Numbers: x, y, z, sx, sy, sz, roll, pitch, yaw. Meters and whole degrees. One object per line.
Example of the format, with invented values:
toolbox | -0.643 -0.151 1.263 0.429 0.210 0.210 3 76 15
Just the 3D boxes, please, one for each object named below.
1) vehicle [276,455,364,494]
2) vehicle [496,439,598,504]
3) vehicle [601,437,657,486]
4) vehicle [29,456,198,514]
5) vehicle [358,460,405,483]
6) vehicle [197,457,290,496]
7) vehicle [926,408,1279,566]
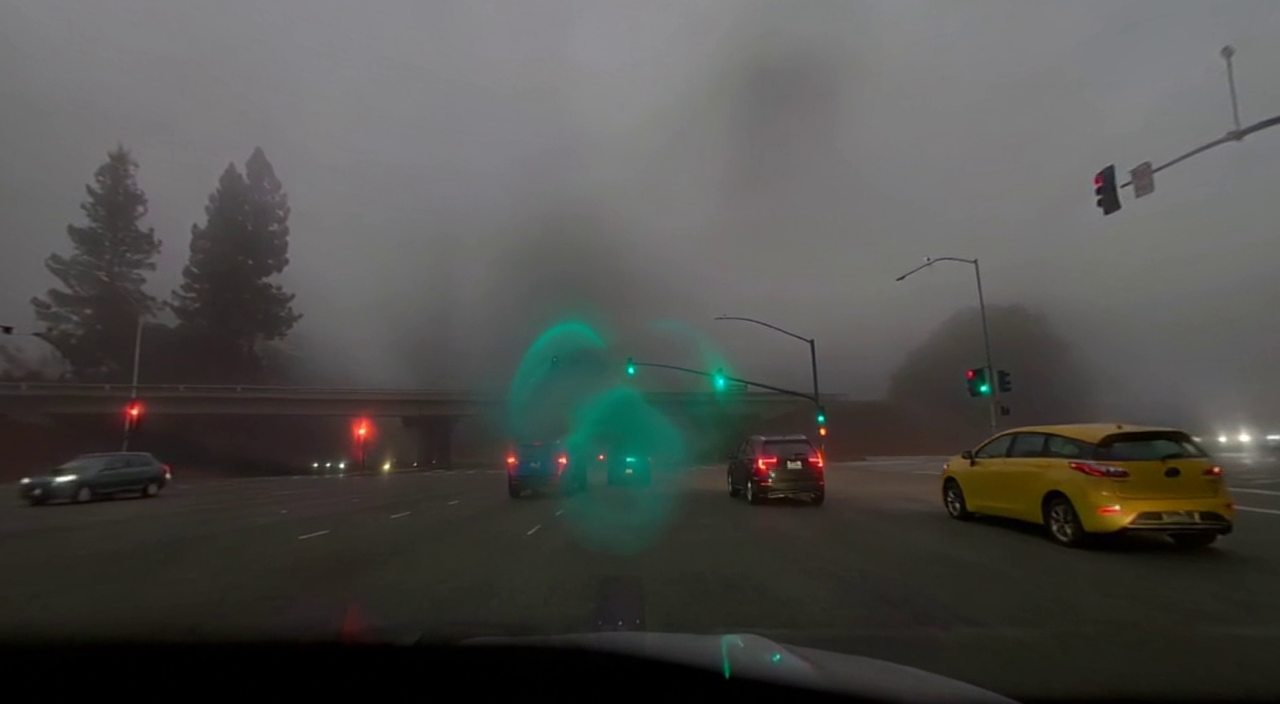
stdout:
vehicle | -16.073 6.159 32.075 2.007 1.730 4.774 0 -8 0
vehicle | -2.720 3.630 19.716 2.060 1.768 4.681 -1 -8 6
vehicle | -0.444 4.978 28.982 2.342 2.026 4.642 0 -8 0
vehicle | -19.504 4.900 23.800 2.131 1.816 4.960 0 -8 -1
vehicle | -19.858 9.200 48.702 1.857 1.534 4.221 0 -8 -1
vehicle | -23.357 7.319 37.523 2.039 1.965 5.291 0 -8 0
vehicle | 6.337 1.858 9.436 2.074 1.785 4.320 0 -8 0
